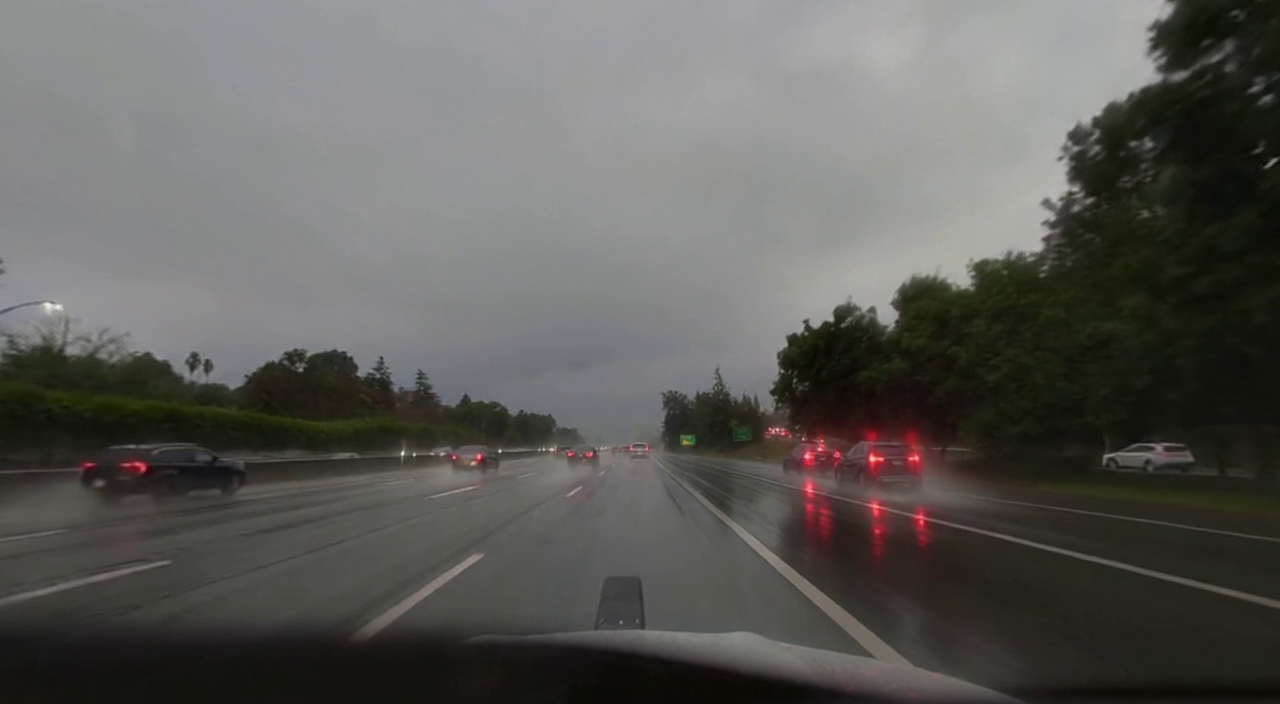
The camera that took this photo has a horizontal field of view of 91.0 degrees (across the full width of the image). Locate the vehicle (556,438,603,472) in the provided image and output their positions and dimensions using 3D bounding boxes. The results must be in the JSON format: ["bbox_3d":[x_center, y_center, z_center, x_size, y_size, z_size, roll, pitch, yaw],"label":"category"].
[{"bbox_3d":[-3.643,6.340,39.014,2.288,1.962,5.119,0,-9,2],"label":"vehicle"}]

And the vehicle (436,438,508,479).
[{"bbox_3d":[-7.672,4.919,29.269,2.087,1.755,4.457,0,-9,0],"label":"vehicle"}]

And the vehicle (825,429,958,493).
[{"bbox_3d":[8.062,3.559,20.833,2.259,1.816,4.862,1,-9,-2],"label":"vehicle"}]

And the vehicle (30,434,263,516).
[{"bbox_3d":[-11.275,2.813,14.905,1.958,1.633,4.302,0,-9,0],"label":"vehicle"}]

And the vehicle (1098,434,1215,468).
[{"bbox_3d":[28.076,5.423,34.514,2.051,1.728,4.927,1,-9,-2],"label":"vehicle"}]
